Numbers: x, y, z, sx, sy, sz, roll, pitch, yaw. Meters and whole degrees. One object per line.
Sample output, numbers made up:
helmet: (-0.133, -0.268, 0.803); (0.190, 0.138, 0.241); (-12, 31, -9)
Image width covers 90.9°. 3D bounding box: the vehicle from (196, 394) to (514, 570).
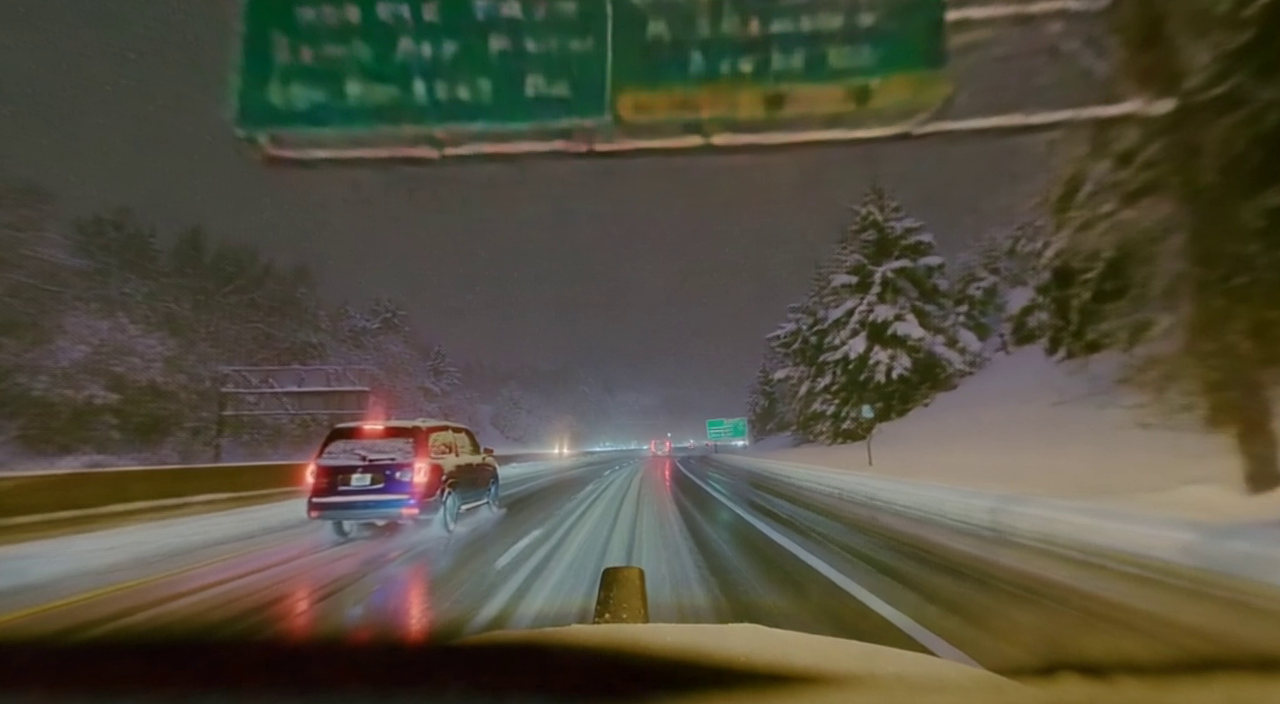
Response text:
vehicle: (-3.617, 1.813, 9.666); (2.143, 1.851, 5.817); (0, -9, 0)
